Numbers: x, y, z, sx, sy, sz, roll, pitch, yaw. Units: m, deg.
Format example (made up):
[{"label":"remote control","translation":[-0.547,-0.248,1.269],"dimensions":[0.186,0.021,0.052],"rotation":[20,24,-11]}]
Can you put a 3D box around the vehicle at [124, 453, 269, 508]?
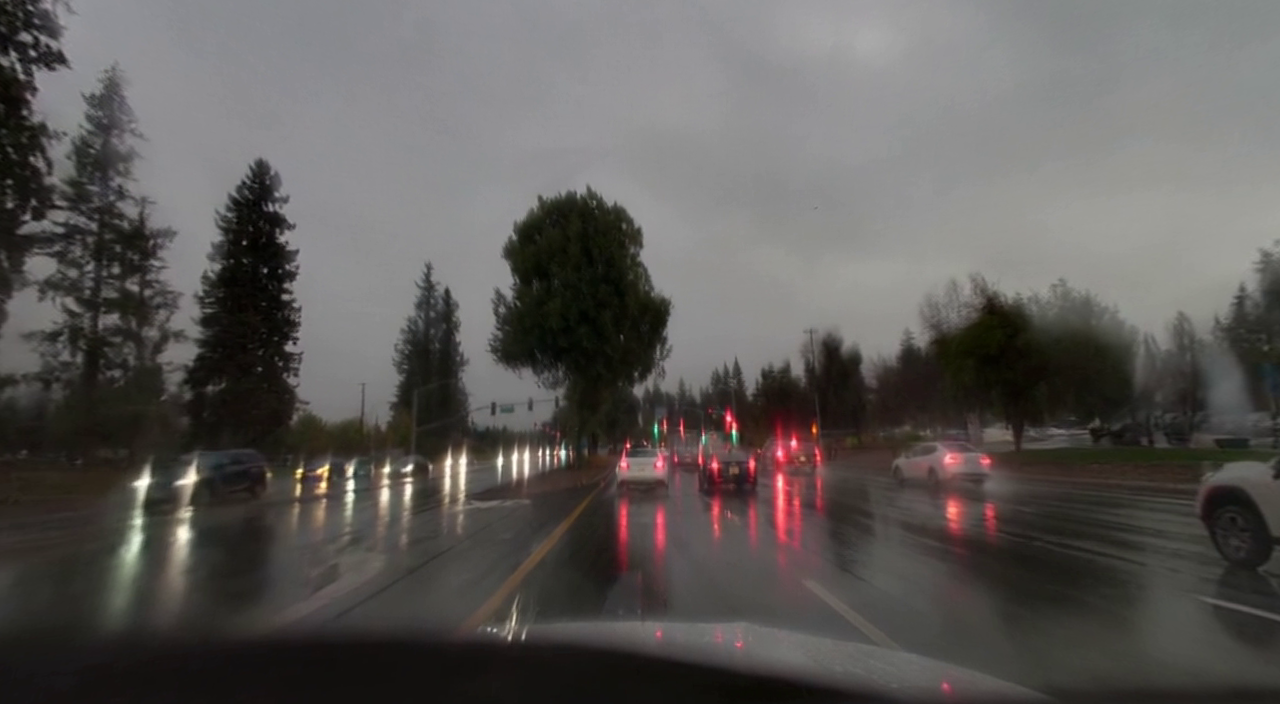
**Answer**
[{"label":"vehicle","translation":[-15.759,4.548,22.805],"dimensions":[1.908,1.703,4.547],"rotation":[0,-8,0]}]

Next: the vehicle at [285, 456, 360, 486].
[{"label":"vehicle","translation":[-19.107,7.137,38.303],"dimensions":[1.992,1.607,4.965],"rotation":[0,-8,0]}]

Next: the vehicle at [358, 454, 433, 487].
[{"label":"vehicle","translation":[-12.107,5.863,31.637],"dimensions":[1.896,1.484,4.473],"rotation":[0,-8,1]}]

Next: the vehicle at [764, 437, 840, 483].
[{"label":"vehicle","translation":[6.445,4.347,25.631],"dimensions":[1.931,1.685,4.054],"rotation":[0,-8,-1]}]

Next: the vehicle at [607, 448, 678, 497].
[{"label":"vehicle","translation":[0.010,3.690,19.774],"dimensions":[1.990,1.347,4.067],"rotation":[0,-8,-1]}]

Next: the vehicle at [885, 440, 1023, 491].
[{"label":"vehicle","translation":[10.281,3.754,21.281],"dimensions":[1.890,1.488,5.113],"rotation":[0,-8,-2]}]

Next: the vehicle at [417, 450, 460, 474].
[{"label":"vehicle","translation":[-15.806,8.611,49.769],"dimensions":[1.935,1.736,4.531],"rotation":[0,-8,0]}]

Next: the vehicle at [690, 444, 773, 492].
[{"label":"vehicle","translation":[2.983,3.907,21.818],"dimensions":[1.970,1.445,4.974],"rotation":[0,-8,-2]}]
